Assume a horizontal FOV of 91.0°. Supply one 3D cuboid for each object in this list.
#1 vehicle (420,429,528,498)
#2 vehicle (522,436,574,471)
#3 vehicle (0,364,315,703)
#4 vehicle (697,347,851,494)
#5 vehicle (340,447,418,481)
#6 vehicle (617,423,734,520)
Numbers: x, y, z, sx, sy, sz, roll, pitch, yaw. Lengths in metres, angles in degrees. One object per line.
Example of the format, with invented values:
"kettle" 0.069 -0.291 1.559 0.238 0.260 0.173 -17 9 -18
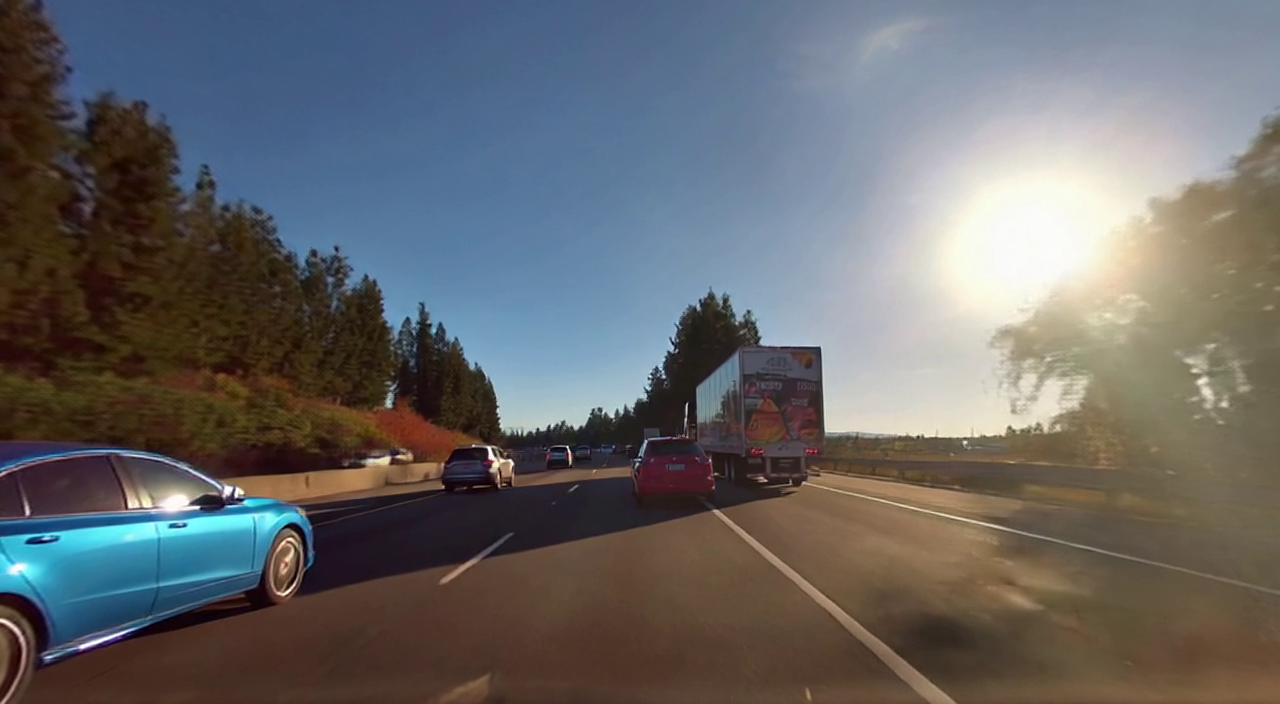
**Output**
"vehicle" -4.360 2.973 17.135 1.905 1.642 3.803 0 -8 0
"vehicle" -4.721 5.258 32.908 2.014 1.683 4.275 0 -8 0
"vehicle" -4.097 0.997 3.697 1.983 1.666 4.452 0 -8 0
"vehicle" 4.350 2.898 24.698 2.828 4.081 14.220 0 -8 0
"vehicle" -12.654 5.425 30.864 1.950 1.467 4.419 0 -8 0
"vehicle" 0.576 2.335 12.769 2.017 1.662 3.543 0 -8 -1
